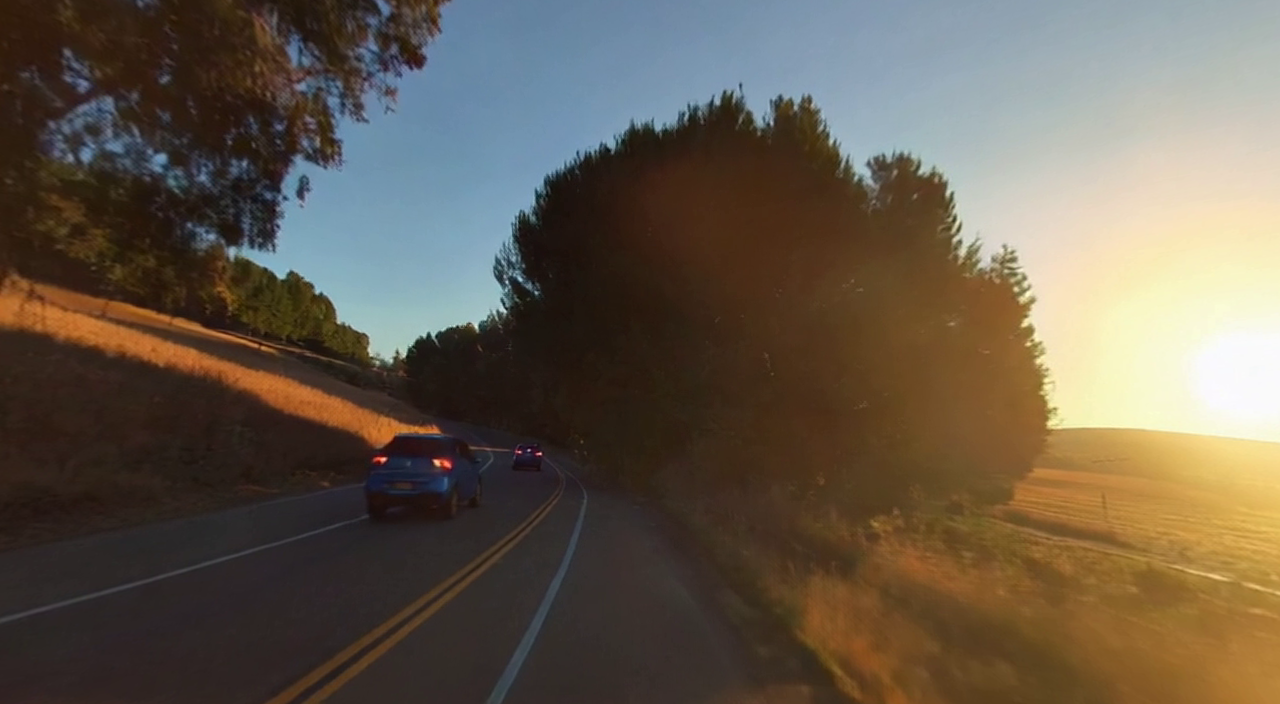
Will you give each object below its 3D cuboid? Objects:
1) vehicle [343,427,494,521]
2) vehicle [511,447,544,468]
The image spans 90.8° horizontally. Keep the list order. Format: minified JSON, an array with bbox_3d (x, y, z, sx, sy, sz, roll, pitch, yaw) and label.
[{"bbox_3d":[-5.015,2.806,15.184,2.104,1.851,4.992,0,-8,-4],"label":"vehicle"},{"bbox_3d":[-8.339,7.866,47.205,2.042,1.483,4.288,0,-8,-5],"label":"vehicle"}]
